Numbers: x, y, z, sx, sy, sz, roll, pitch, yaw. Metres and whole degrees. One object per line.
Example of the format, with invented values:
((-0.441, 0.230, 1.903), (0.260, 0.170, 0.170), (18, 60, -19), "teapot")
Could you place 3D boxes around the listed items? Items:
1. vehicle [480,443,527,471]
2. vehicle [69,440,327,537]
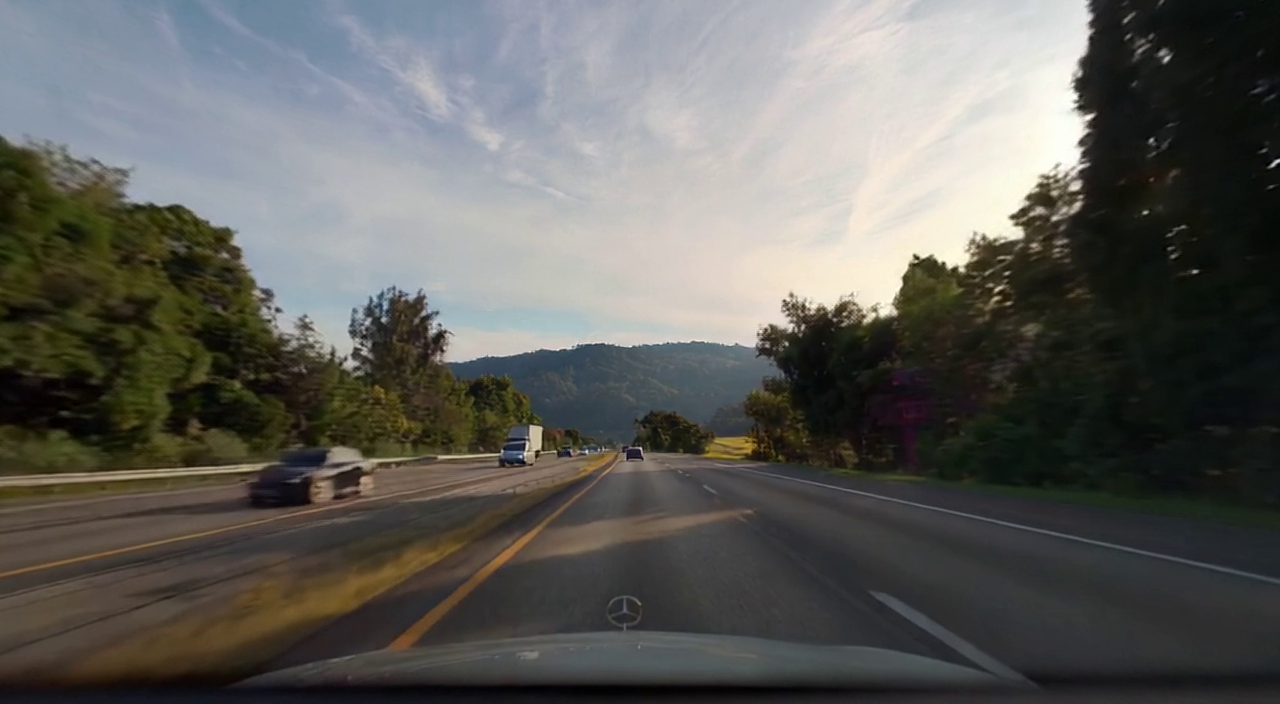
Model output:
((-8.926, 6.889, 41.534), (2.167, 1.729, 4.445), (-1, -9, 0), "vehicle")
((-8.041, 2.485, 12.088), (1.895, 1.477, 4.183), (-1, -9, 0), "vehicle")
